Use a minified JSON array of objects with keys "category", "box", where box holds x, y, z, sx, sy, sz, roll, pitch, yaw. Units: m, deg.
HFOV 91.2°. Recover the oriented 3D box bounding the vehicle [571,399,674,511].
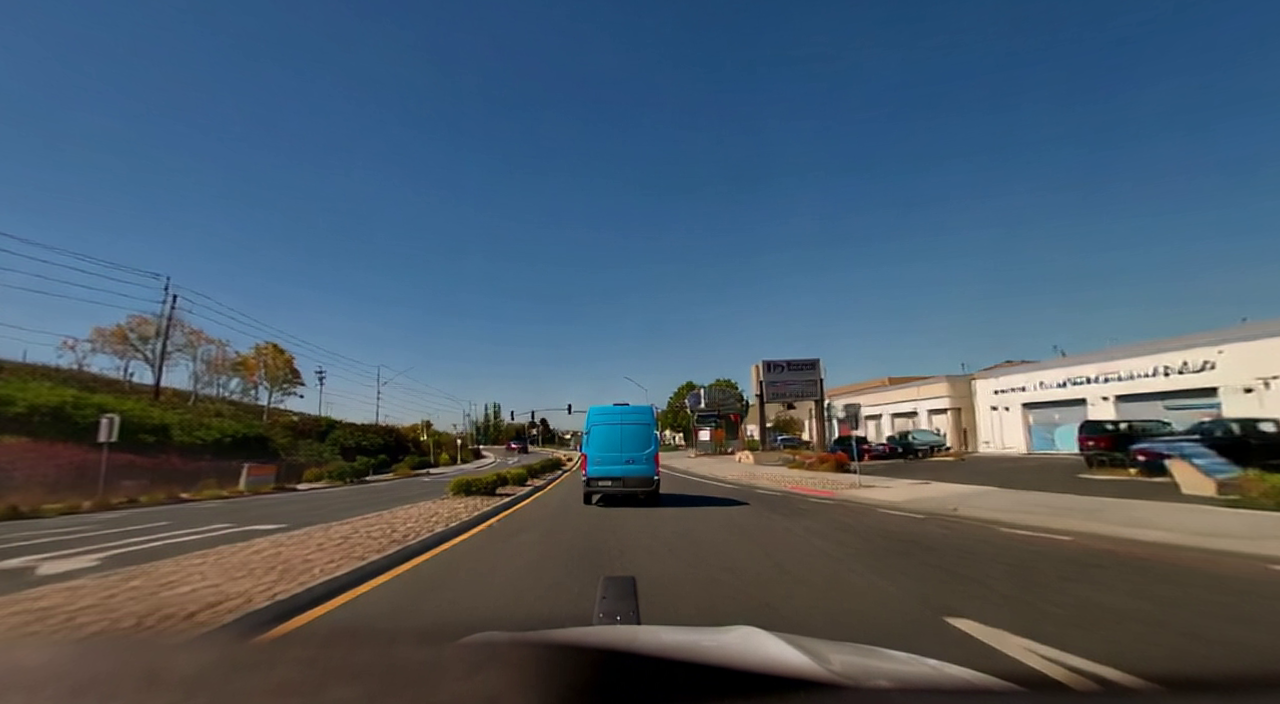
[{"category":"vehicle","box":[-0.667,2.893,17.832,2.432,2.624,5.670,0,-9,-5]}]
